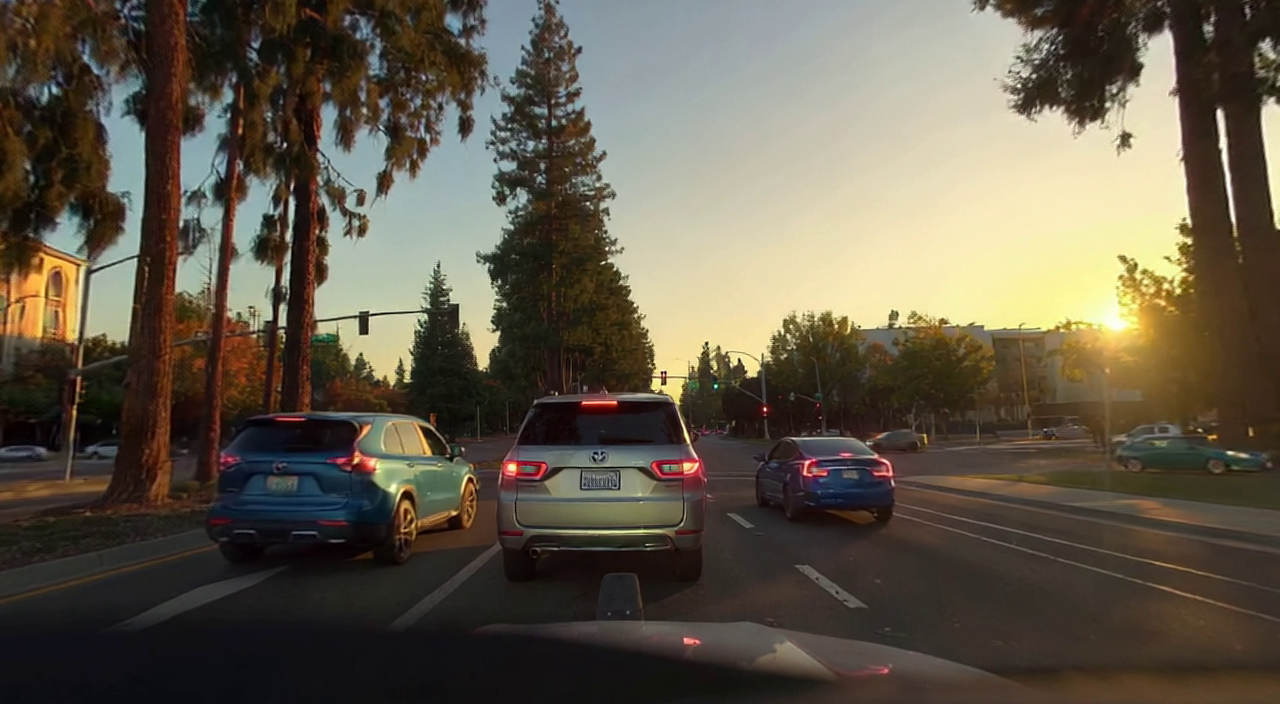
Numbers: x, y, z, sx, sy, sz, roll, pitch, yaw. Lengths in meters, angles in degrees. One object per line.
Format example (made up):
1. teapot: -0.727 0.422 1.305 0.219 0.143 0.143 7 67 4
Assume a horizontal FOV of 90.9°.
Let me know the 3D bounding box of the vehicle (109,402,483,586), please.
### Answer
1. vehicle: -3.713 1.630 8.097 2.160 1.666 4.583 0 -8 1

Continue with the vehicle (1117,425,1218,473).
1. vehicle: 19.284 3.519 22.979 4.215 1.578 1.892 7 -11 -39

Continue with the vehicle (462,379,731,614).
1. vehicle: -0.344 1.436 7.109 2.064 1.817 4.298 0 -8 0

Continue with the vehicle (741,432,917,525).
1. vehicle: 3.399 2.364 12.345 2.121 1.494 4.208 0 -8 0
